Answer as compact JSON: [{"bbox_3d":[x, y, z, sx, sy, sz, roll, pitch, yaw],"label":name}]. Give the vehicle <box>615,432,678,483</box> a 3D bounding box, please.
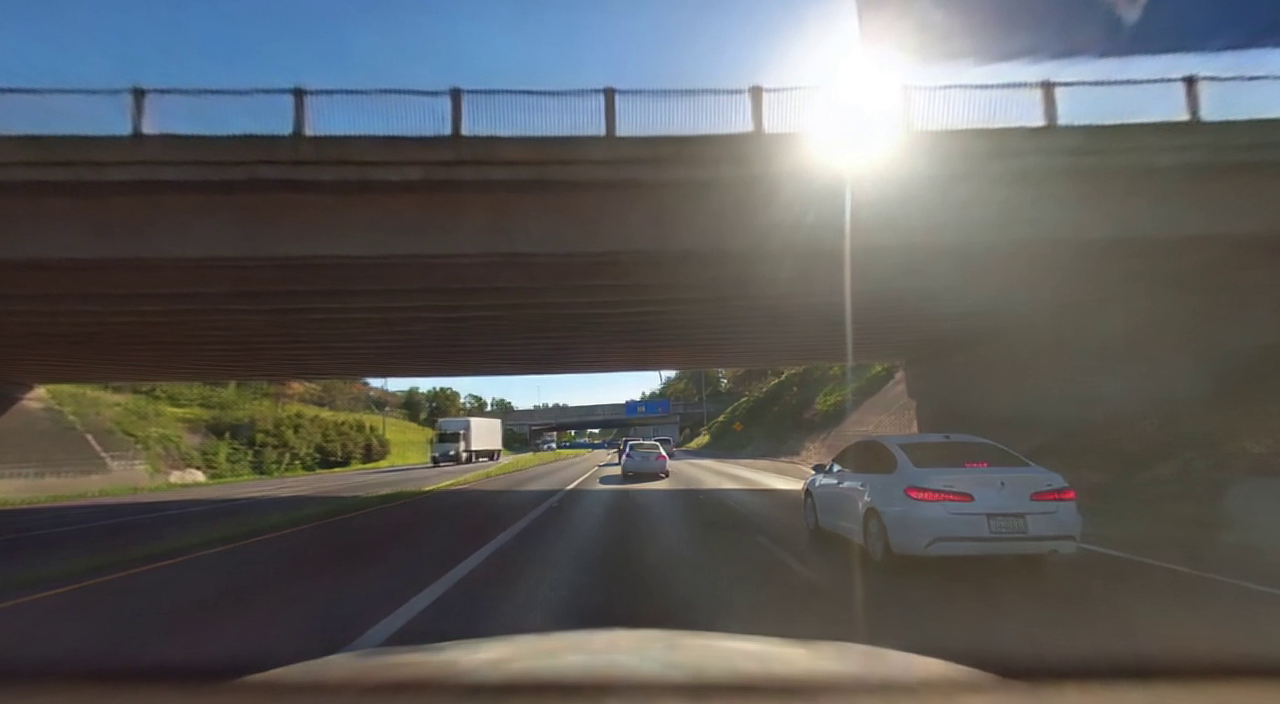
[{"bbox_3d":[0.136,3.767,22.831,2.092,1.636,4.024,0,-8,-2],"label":"vehicle"}]
